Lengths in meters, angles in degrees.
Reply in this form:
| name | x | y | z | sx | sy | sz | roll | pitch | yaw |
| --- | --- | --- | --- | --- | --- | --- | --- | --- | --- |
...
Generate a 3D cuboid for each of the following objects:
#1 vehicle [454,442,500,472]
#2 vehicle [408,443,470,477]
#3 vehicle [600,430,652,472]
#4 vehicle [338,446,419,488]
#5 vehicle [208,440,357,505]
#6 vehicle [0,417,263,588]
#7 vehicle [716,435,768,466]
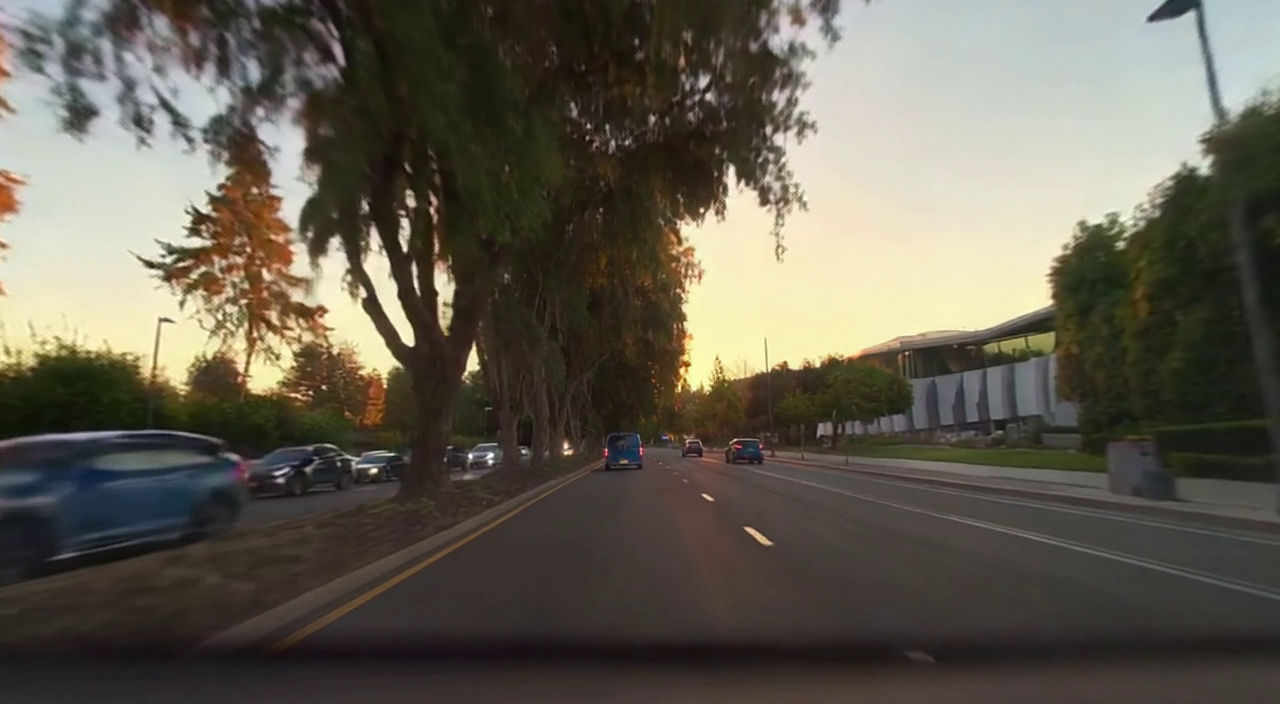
| name | x | y | z | sx | sy | sz | roll | pitch | yaw |
| --- | --- | --- | --- | --- | --- | --- | --- | --- | --- |
| vehicle | -11.674 | 7.506 | 45.541 | 2.082 | 1.824 | 4.840 | -2 | -7 | -1 |
| vehicle | -11.536 | 6.200 | 36.615 | 2.042 | 1.822 | 4.913 | 0 | -8 | -1 |
| vehicle | -0.702 | 4.997 | 32.001 | 2.411 | 1.937 | 5.186 | 0 | -8 | -1 |
| vehicle | -11.564 | 5.089 | 28.274 | 1.899 | 1.607 | 4.297 | -2 | -8 | -1 |
| vehicle | -11.192 | 3.773 | 20.261 | 2.093 | 1.816 | 4.559 | 0 | -8 | 0 |
| vehicle | -7.986 | 1.912 | 8.766 | 2.184 | 1.824 | 5.418 | 0 | -8 | 0 |
| vehicle | 6.386 | 6.236 | 40.154 | 2.364 | 1.781 | 4.854 | 0 | -8 | -1 |
